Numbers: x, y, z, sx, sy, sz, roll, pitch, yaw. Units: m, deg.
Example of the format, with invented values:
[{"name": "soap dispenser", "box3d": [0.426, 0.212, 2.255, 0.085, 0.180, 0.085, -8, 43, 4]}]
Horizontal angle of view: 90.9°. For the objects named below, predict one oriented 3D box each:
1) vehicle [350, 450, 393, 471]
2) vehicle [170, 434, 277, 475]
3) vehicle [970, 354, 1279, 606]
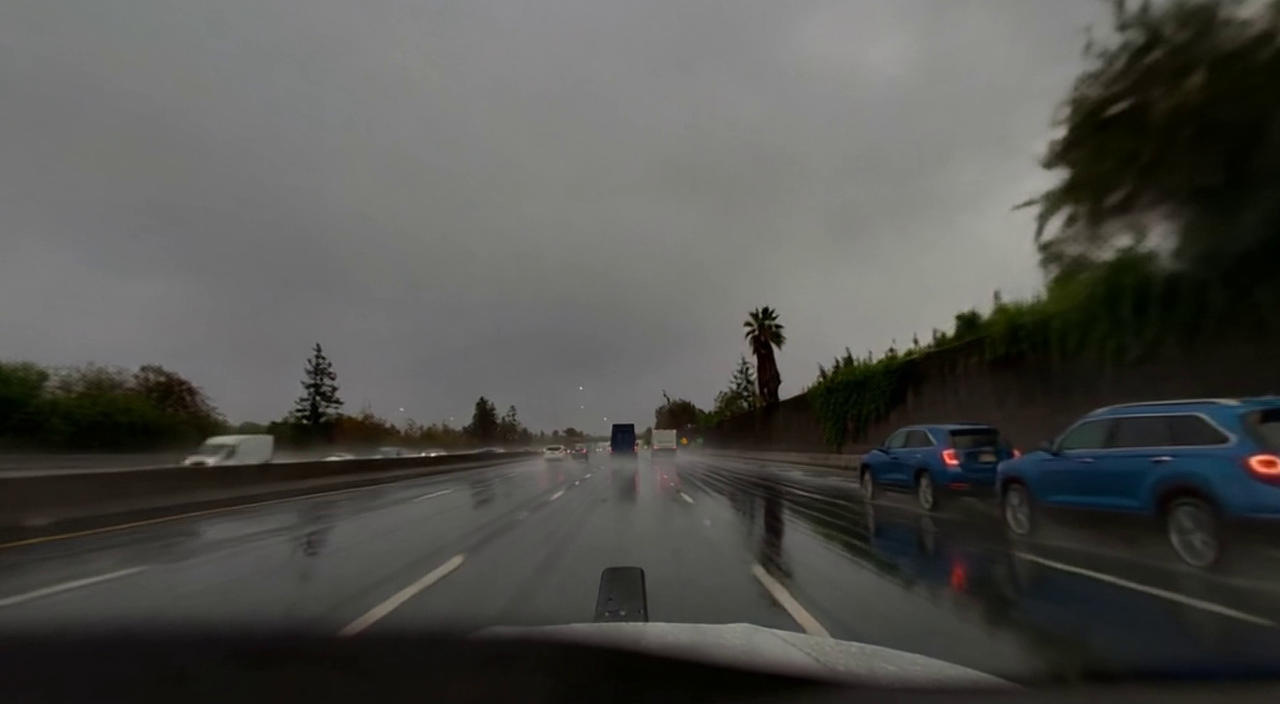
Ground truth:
[{"name": "vehicle", "box3d": [-18.668, 7.526, 43.960, 1.523, 1.372, 3.385, 0, -8, 0]}, {"name": "vehicle", "box3d": [-25.786, 6.374, 39.481, 2.182, 2.322, 6.593, 0, -8, 0]}, {"name": "vehicle", "box3d": [6.804, 1.473, 7.986, 2.408, 2.210, 4.999, 0, -8, -1]}]
